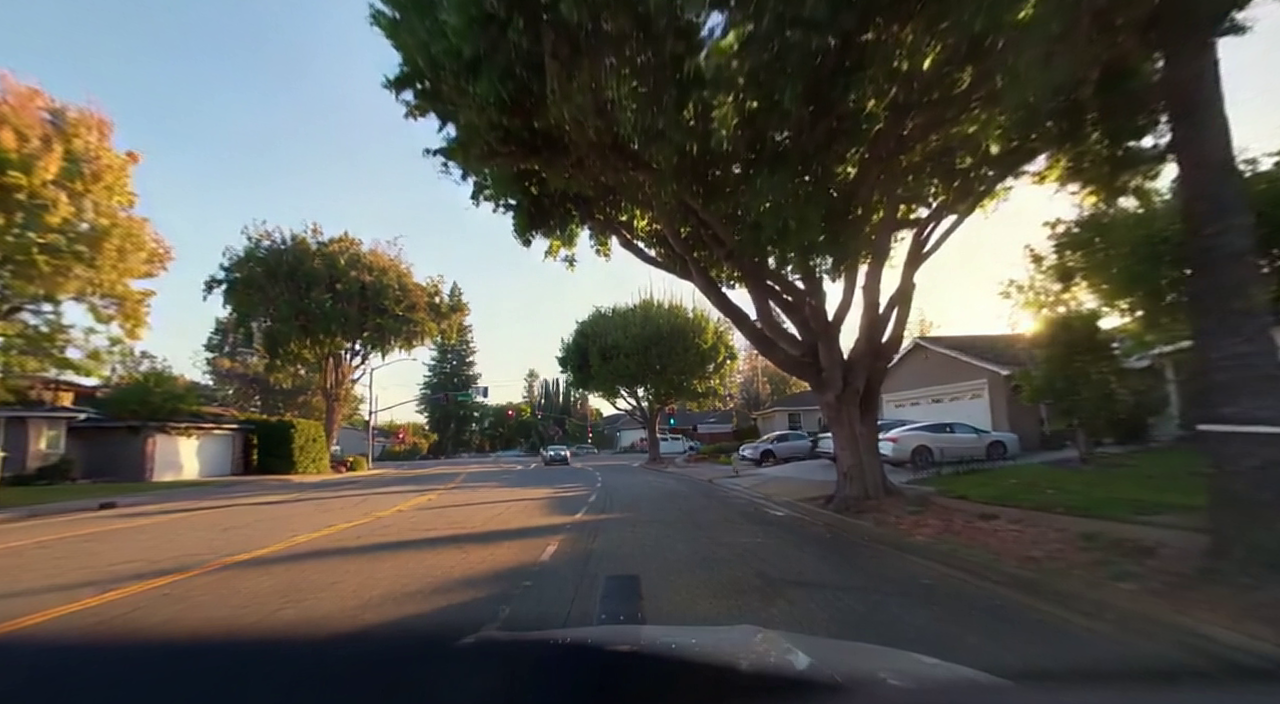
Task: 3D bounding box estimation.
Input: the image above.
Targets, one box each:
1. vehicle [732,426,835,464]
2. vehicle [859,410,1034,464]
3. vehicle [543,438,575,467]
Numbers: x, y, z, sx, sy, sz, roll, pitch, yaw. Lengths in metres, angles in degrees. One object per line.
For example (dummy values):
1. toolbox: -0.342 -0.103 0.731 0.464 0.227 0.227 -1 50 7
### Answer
1. vehicle: 7.291 4.760 32.394 4.663 1.618 1.962 -2 -8 -7
2. vehicle: 9.694 2.739 20.238 4.590 1.648 1.876 0 -9 -3
3. vehicle: -5.537 6.789 42.913 2.041 1.834 4.679 1 -9 -8
